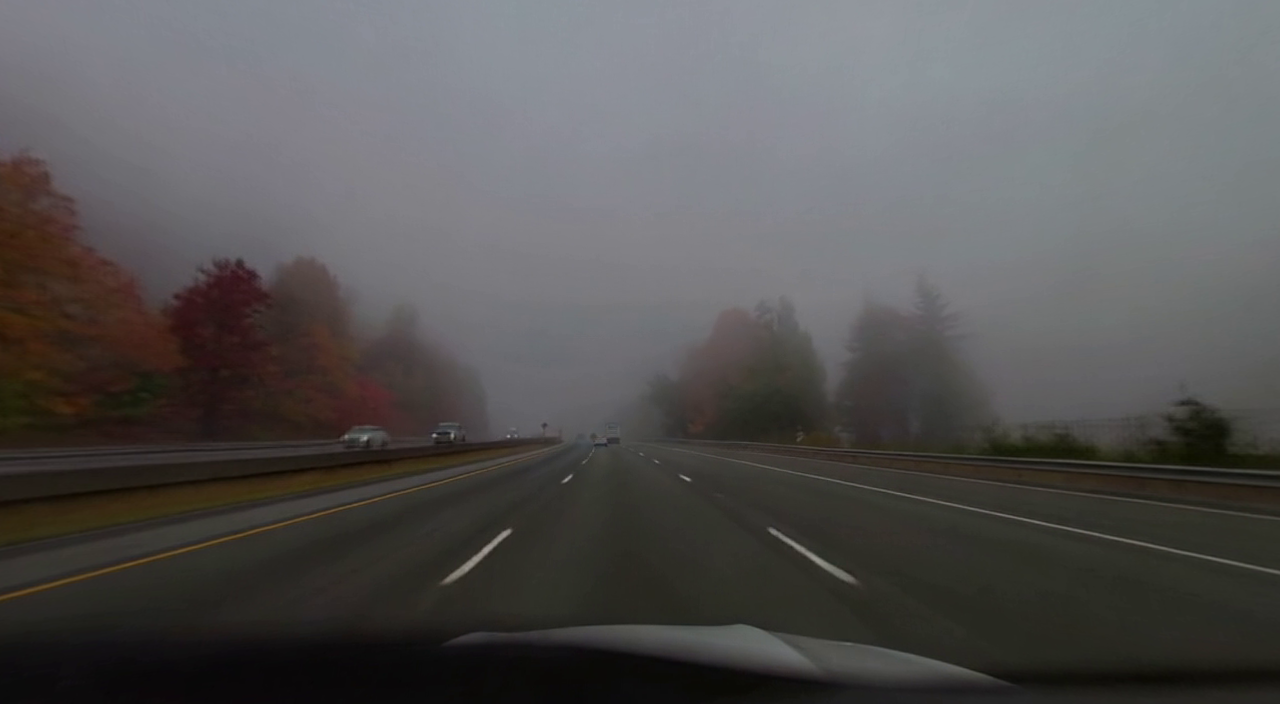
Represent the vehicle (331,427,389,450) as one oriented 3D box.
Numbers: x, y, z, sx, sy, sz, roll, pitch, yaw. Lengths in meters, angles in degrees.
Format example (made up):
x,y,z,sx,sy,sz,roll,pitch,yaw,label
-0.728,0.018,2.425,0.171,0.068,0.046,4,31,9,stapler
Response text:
x,y,z,sx,sy,sz,roll,pitch,yaw,label
-19.010,5.886,42.867,1.910,1.505,4.760,0,-8,-2,vehicle
